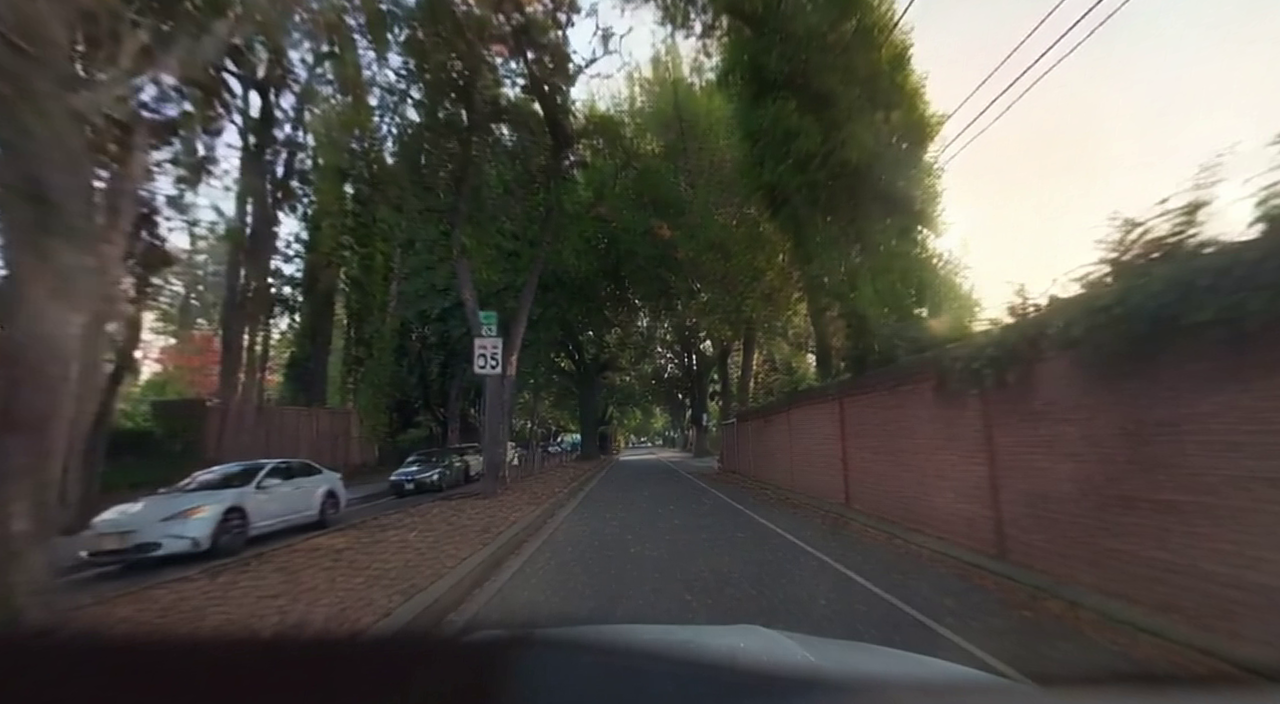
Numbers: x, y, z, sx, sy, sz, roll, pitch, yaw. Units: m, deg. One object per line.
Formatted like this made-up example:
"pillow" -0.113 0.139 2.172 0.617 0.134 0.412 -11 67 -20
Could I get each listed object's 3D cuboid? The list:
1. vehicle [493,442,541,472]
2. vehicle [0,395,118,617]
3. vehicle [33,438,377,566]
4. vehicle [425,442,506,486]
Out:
"vehicle" -6.930 5.969 36.187 1.952 1.514 4.630 1 -8 -2
"vehicle" -6.236 1.036 3.654 1.976 1.805 5.123 1 -8 1
"vehicle" -6.349 2.163 10.219 1.925 1.488 4.983 1 -8 1
"vehicle" -6.589 4.259 24.395 1.906 1.460 4.391 1 -8 -1
